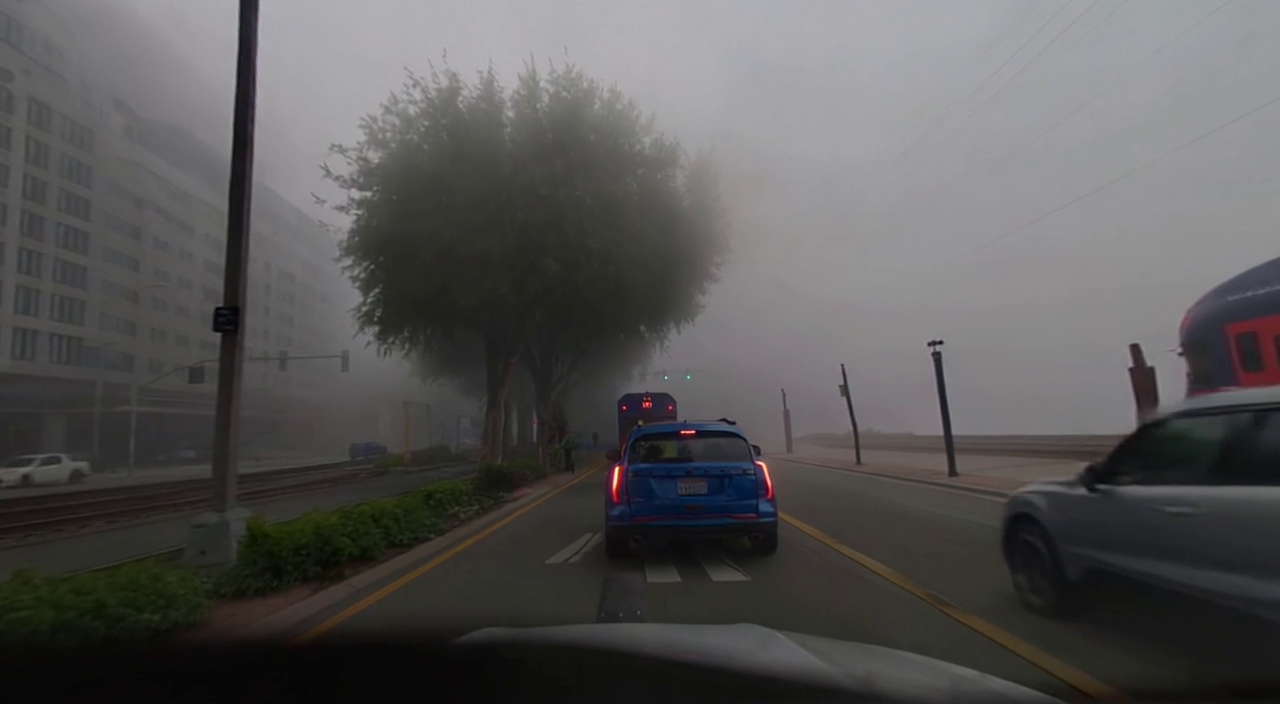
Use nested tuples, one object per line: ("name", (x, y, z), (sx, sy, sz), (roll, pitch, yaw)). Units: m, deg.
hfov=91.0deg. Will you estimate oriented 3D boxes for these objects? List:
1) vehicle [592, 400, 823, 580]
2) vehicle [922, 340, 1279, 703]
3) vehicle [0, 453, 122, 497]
("vehicle", (0.550, 1.610, 8.064), (2.190, 1.684, 4.084), (0, -9, -3))
("vehicle", (3.846, 0.962, 3.676), (2.212, 1.709, 4.715), (0, -9, 0))
("vehicle", (-23.057, 4.700, 24.379), (1.900, 1.465, 4.781), (0, -9, 0))
